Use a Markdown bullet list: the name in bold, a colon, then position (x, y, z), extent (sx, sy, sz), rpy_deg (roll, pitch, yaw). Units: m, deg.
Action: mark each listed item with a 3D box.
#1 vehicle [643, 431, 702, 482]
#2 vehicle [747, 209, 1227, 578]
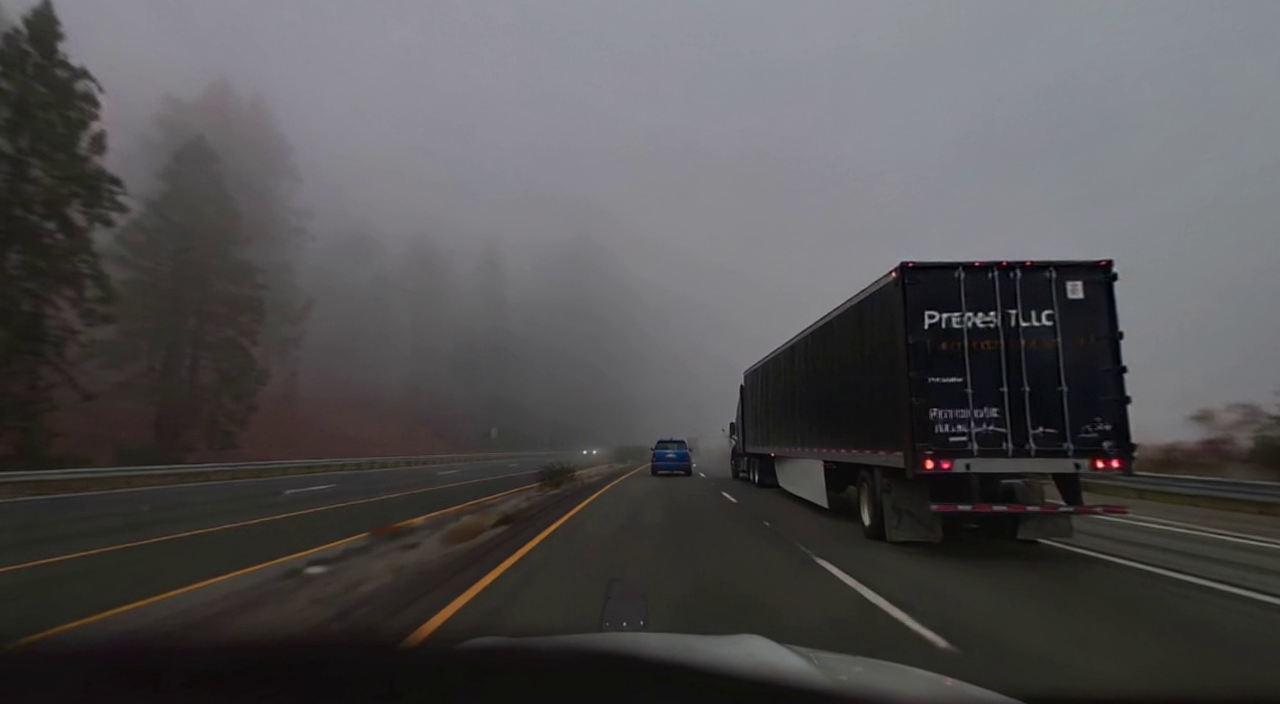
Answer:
- **vehicle**: position (1.323, 4.254, 25.998), extent (2.222, 1.848, 4.610), rpy_deg (0, -8, 3)
- **vehicle**: position (5.206, 1.575, 15.365), extent (2.899, 4.160, 16.621), rpy_deg (0, -8, 2)
